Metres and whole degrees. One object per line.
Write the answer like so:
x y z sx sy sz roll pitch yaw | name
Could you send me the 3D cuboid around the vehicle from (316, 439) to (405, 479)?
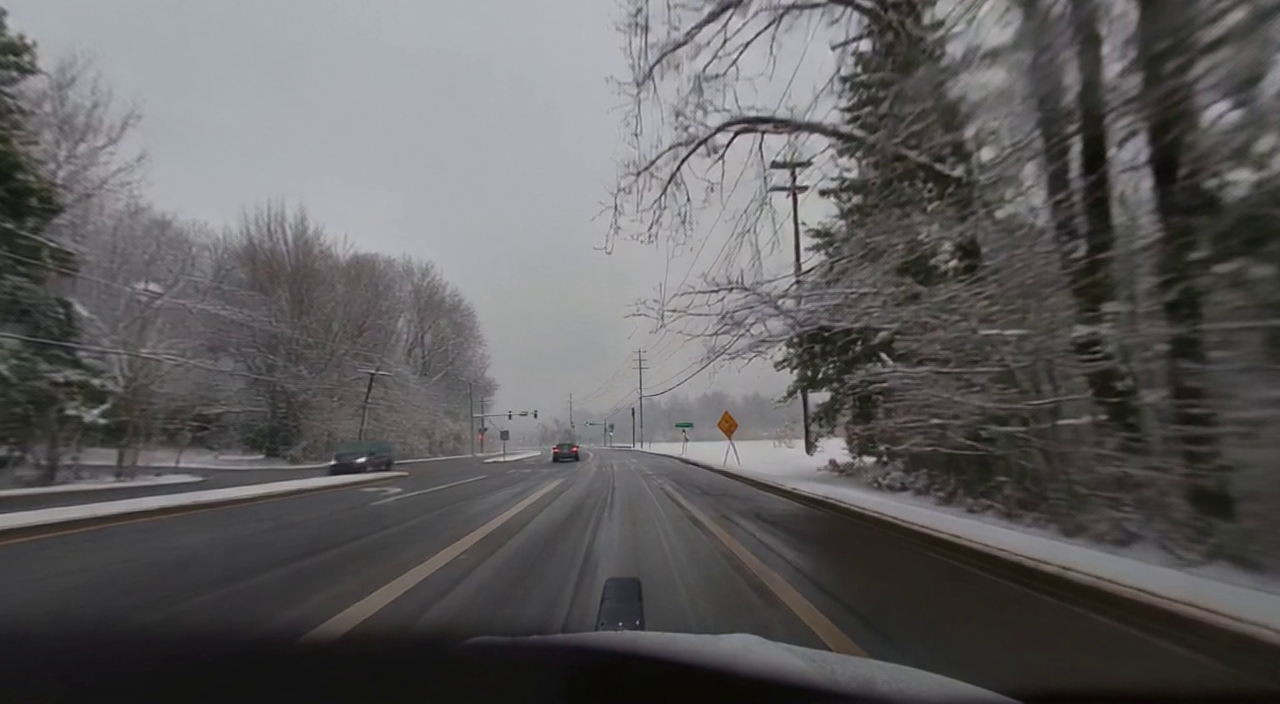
-14.231 5.452 32.600 2.277 1.857 5.330 0 -8 -2 | vehicle
